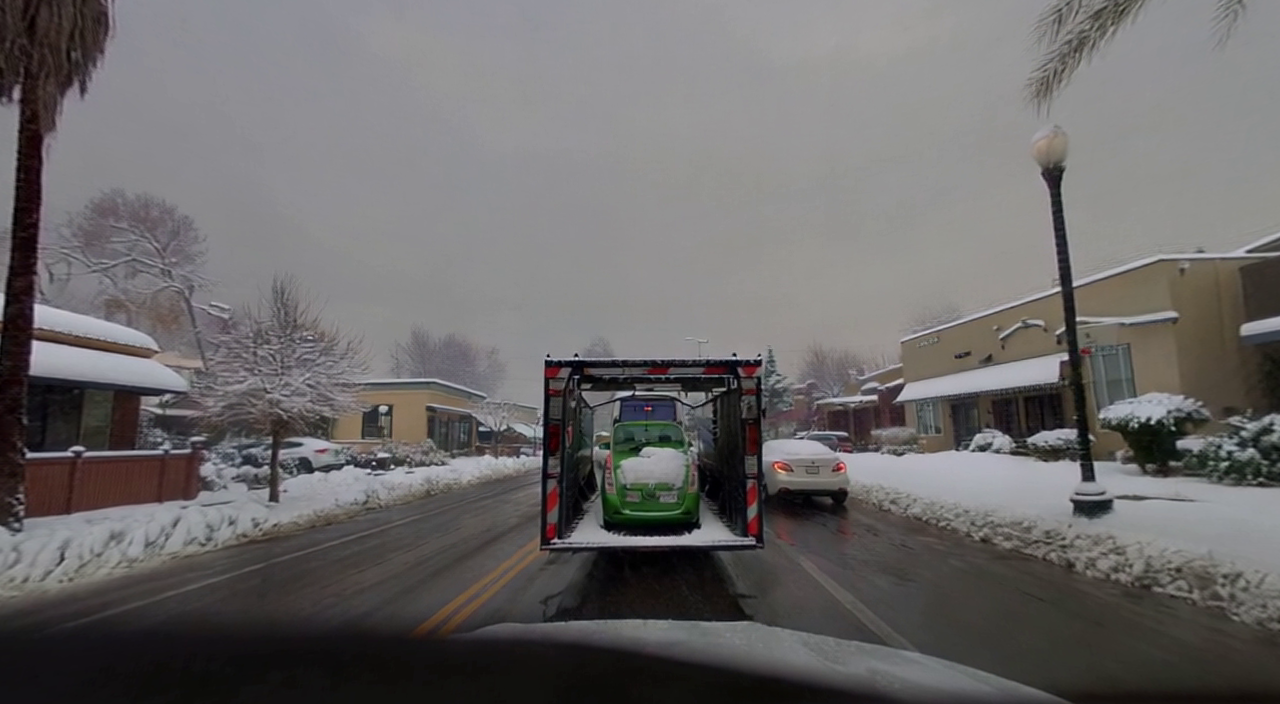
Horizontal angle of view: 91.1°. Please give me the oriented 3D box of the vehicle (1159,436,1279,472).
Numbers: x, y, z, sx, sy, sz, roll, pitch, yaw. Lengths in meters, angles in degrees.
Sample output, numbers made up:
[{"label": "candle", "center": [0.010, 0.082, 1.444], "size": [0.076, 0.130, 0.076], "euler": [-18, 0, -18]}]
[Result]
[{"label": "vehicle", "center": [28.571, 5.000, 30.885], "size": [4.193, 1.633, 1.928], "euler": [-4, -9, 26]}]

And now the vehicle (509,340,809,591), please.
[{"label": "vehicle", "center": [0.180, 1.512, 9.083], "size": [2.728, 2.305, 6.506], "euler": [0, -8, 0]}]
